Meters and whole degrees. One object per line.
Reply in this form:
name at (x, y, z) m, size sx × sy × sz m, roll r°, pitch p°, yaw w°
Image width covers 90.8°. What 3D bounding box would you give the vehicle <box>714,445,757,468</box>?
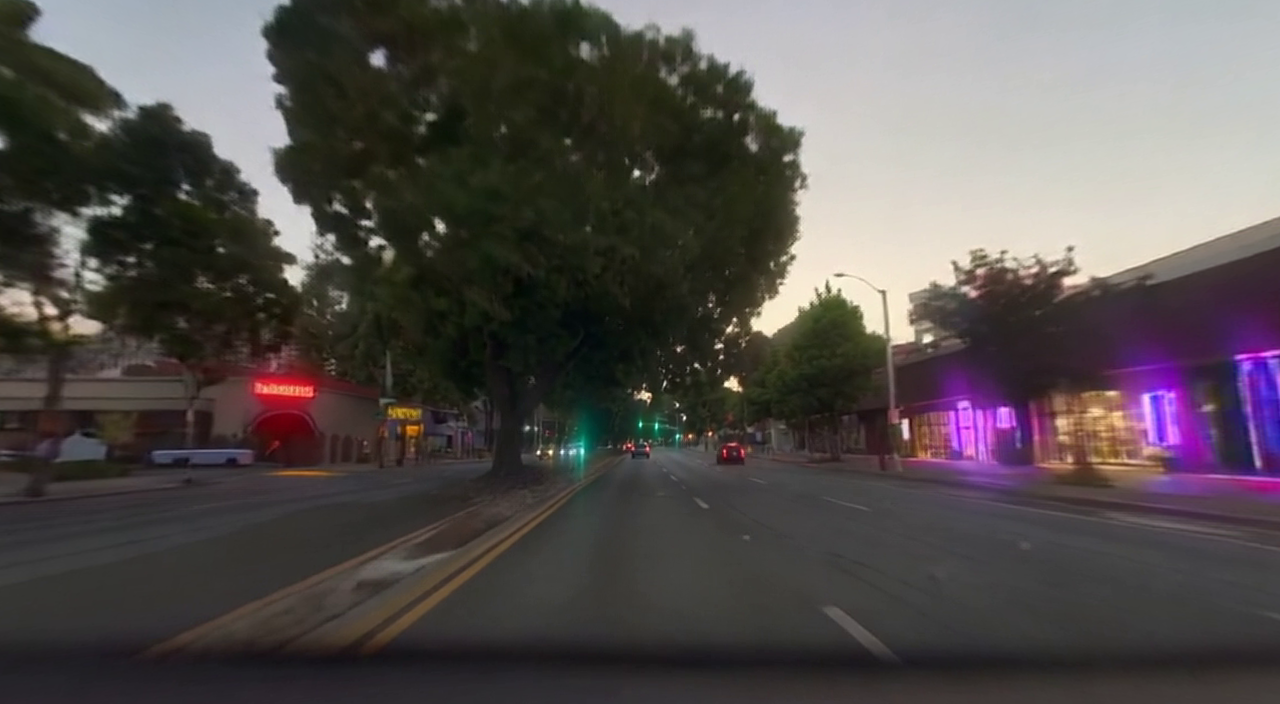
vehicle at (6.346, 6.998, 42.477) m, size 2.024 × 1.475 × 4.600 m, roll 0°, pitch -9°, yaw -2°
